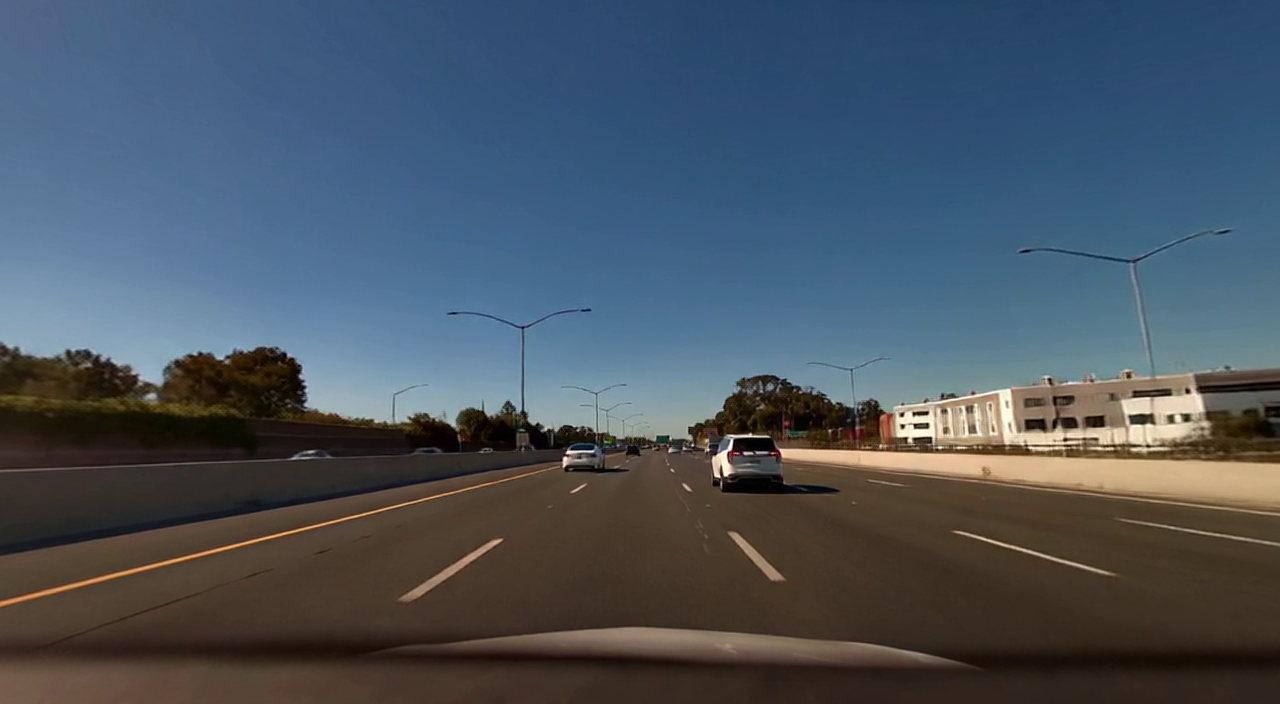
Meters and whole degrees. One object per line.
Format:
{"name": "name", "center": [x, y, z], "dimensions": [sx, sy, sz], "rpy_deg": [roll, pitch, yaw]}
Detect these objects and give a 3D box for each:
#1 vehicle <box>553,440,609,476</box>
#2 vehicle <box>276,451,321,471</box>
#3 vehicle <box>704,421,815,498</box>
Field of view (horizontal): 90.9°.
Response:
{"name": "vehicle", "center": [-2.714, 5.003, 30.069], "dimensions": [2.080, 1.542, 4.718], "rpy_deg": [-1, -8, 2]}
{"name": "vehicle", "center": [-25.497, 8.140, 47.194], "dimensions": [1.457, 1.336, 3.298], "rpy_deg": [-1, -8, 1]}
{"name": "vehicle", "center": [3.166, 2.990, 17.843], "dimensions": [2.148, 1.852, 4.835], "rpy_deg": [0, -8, 0]}
